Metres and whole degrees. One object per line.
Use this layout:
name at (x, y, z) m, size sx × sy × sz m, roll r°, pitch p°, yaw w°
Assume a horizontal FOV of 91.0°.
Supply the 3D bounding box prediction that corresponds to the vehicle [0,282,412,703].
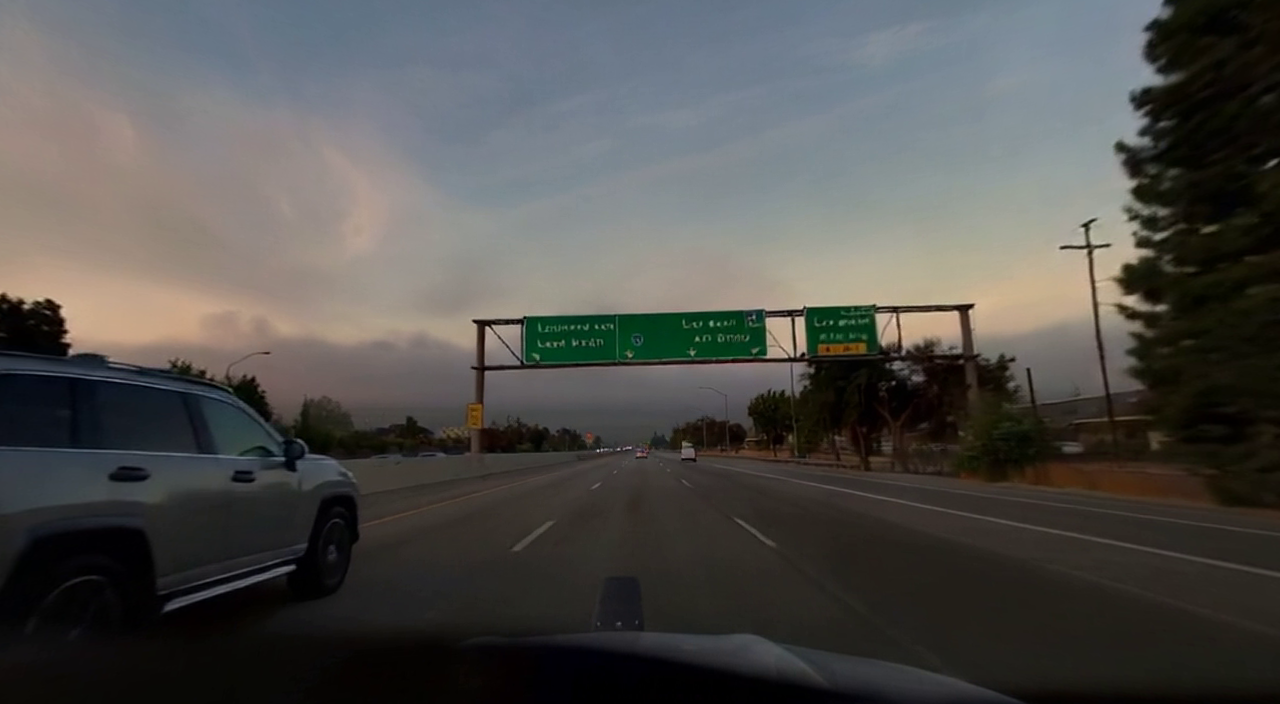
vehicle at (-3.816, 0.902, 4.024) m, size 2.431 × 1.928 × 5.760 m, roll 0°, pitch -9°, yaw 1°
